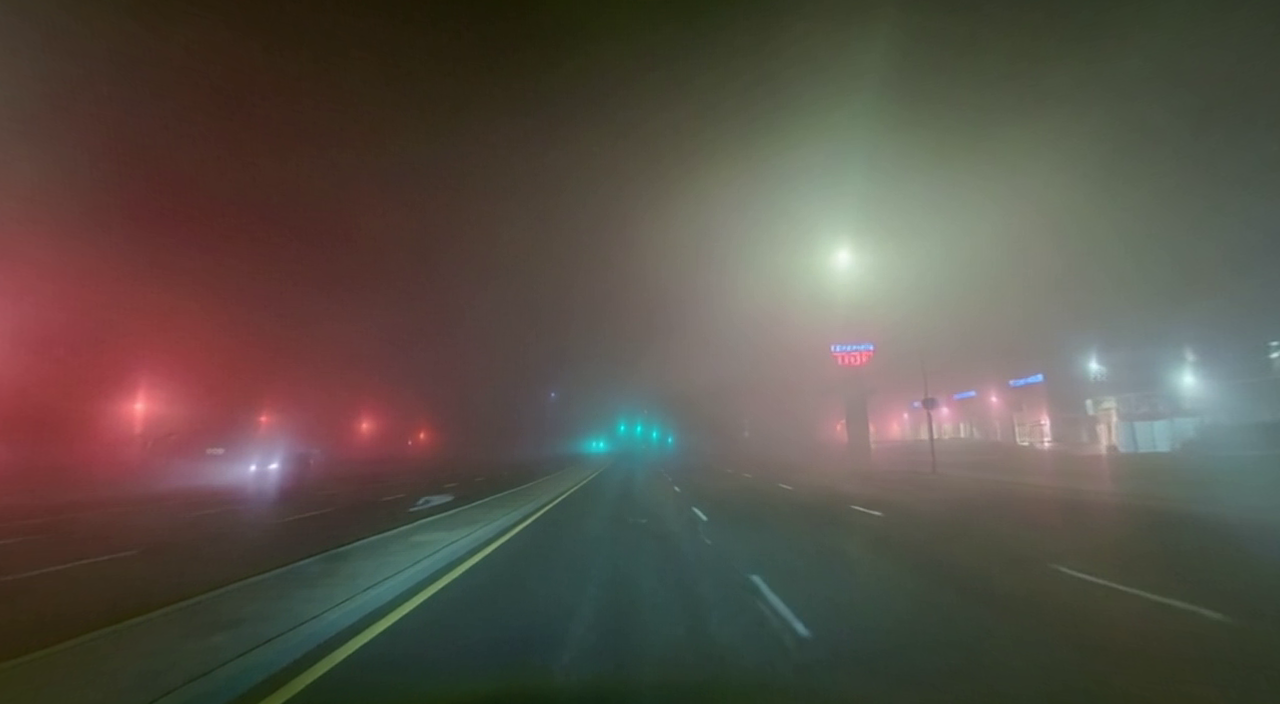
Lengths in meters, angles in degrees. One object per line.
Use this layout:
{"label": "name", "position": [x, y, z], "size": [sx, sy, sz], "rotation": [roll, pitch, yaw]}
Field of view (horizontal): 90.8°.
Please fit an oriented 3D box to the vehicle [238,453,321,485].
{"label": "vehicle", "position": [-19.304, 6.229, 34.048], "size": [2.018, 1.476, 4.310], "rotation": [-2, -9, -1]}
